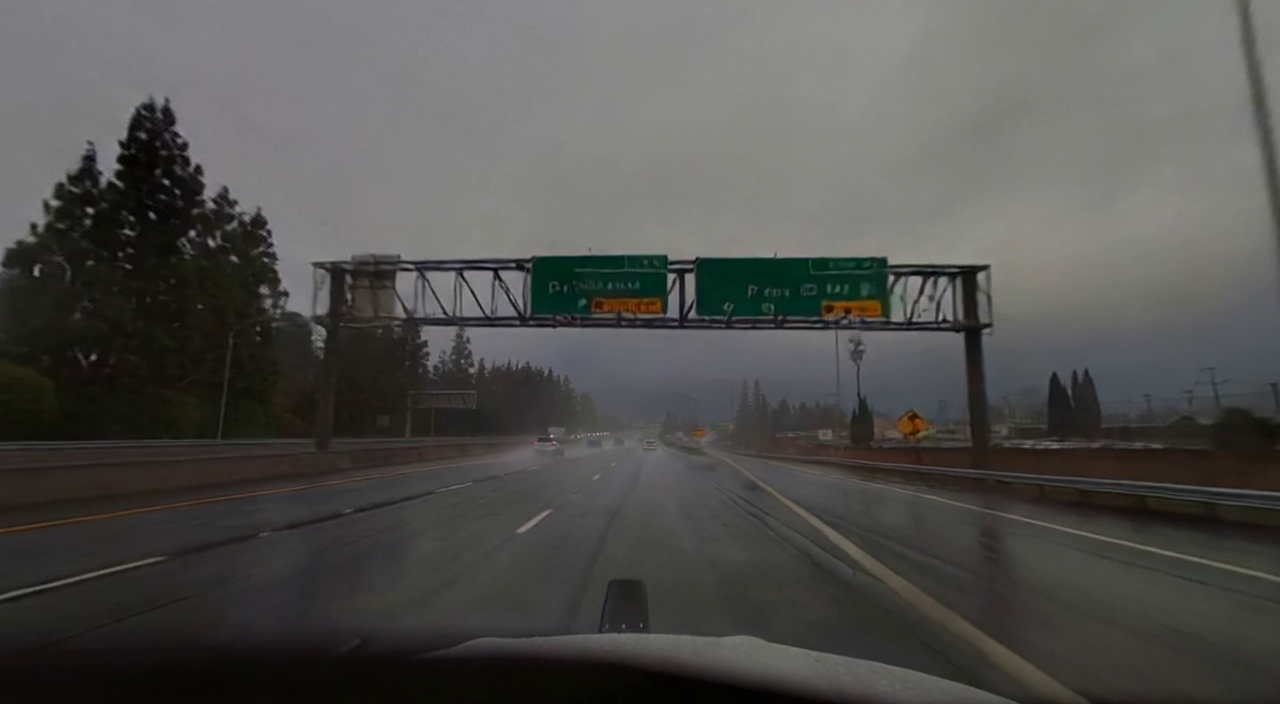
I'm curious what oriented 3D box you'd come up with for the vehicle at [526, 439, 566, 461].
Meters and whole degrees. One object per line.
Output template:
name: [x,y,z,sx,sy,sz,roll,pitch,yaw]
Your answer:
vehicle: [-6.775,7.092,45.854,2.025,1.494,4.495,0,-8,2]
